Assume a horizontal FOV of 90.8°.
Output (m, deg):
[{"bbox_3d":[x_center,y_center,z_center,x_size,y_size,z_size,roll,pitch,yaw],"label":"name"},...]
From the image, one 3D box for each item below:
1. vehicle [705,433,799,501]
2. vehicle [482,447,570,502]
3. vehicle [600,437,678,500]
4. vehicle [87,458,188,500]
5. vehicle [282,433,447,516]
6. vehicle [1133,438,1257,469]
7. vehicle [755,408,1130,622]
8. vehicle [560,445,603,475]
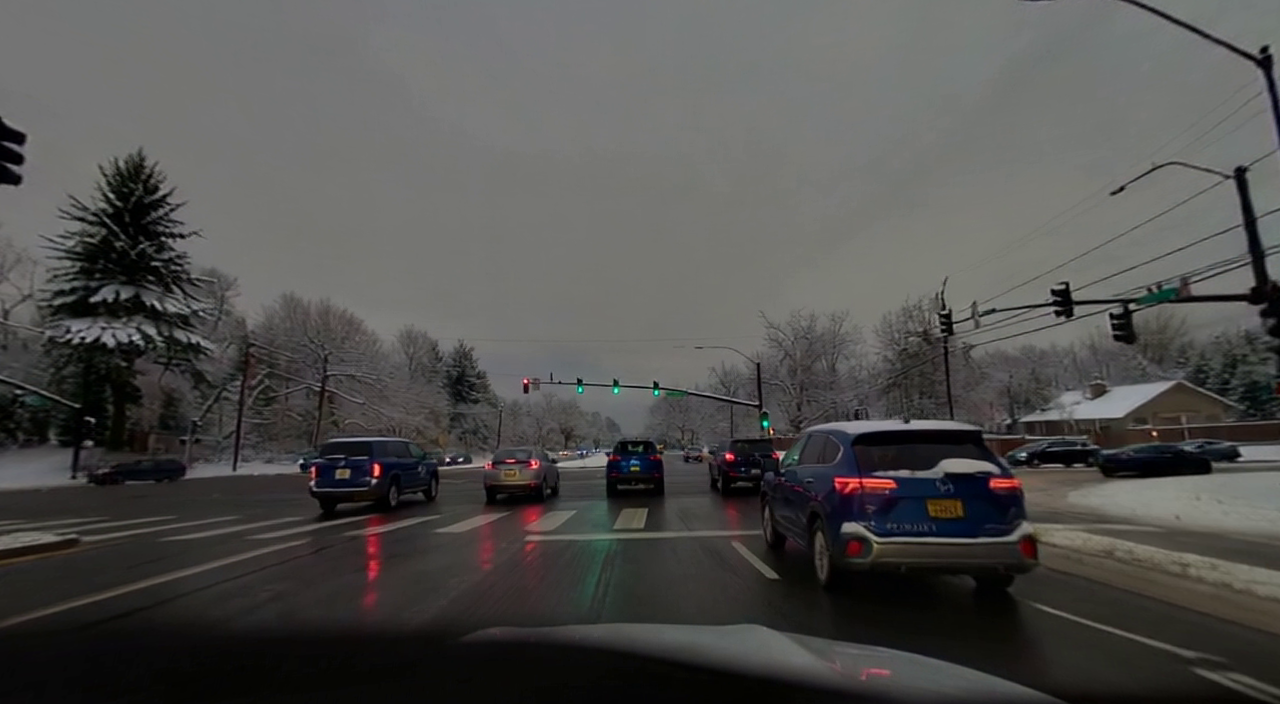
[{"bbox_3d":[3.227,3.443,19.258,1.999,1.789,4.583,0,-9,0],"label":"vehicle"},{"bbox_3d":[-3.386,3.718,19.651,1.881,1.466,4.484,0,-9,0],"label":"vehicle"},{"bbox_3d":[-0.025,3.499,19.346,2.111,1.712,4.078,0,-9,0],"label":"vehicle"},{"bbox_3d":[-20.615,5.127,25.868,4.450,1.491,1.974,-7,-11,36],"label":"vehicle"},{"bbox_3d":[-6.762,3.047,16.218,2.116,1.812,4.609,0,-9,0],"label":"vehicle"},{"bbox_3d":[27.732,5.066,31.645,4.514,1.459,1.847,0,-9,-2],"label":"vehicle"},{"bbox_3d":[2.770,1.610,7.233,2.034,1.655,4.465,0,-9,0],"label":"vehicle"},{"bbox_3d":[-3.318,6.218,36.563,1.939,1.652,4.268,0,-9,2],"label":"vehicle"}]
